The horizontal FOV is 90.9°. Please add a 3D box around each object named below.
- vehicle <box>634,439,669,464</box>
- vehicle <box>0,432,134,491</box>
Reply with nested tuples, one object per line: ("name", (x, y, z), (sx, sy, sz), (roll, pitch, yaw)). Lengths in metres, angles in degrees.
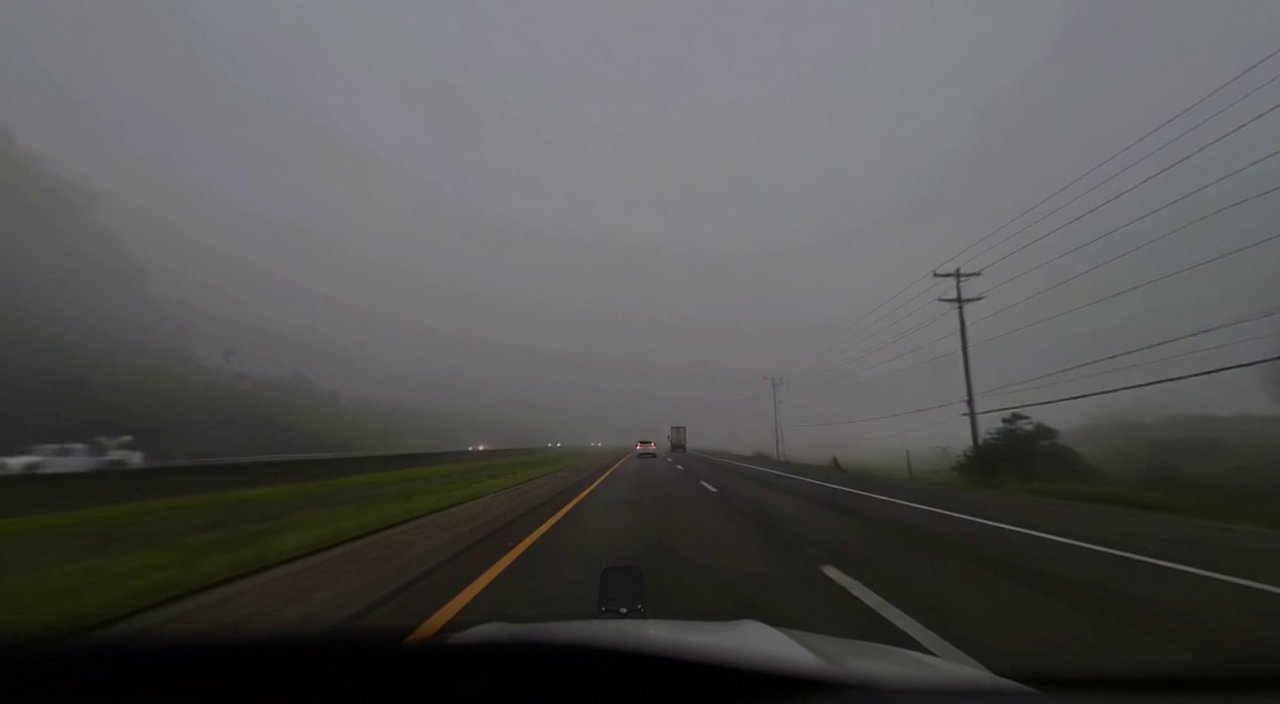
("vehicle", (0.781, 6.734, 42.914), (2.192, 1.556, 4.132), (-1, -8, 1))
("vehicle", (-21.435, 3.924, 22.852), (2.039, 1.874, 4.958), (-1, -8, 0))
